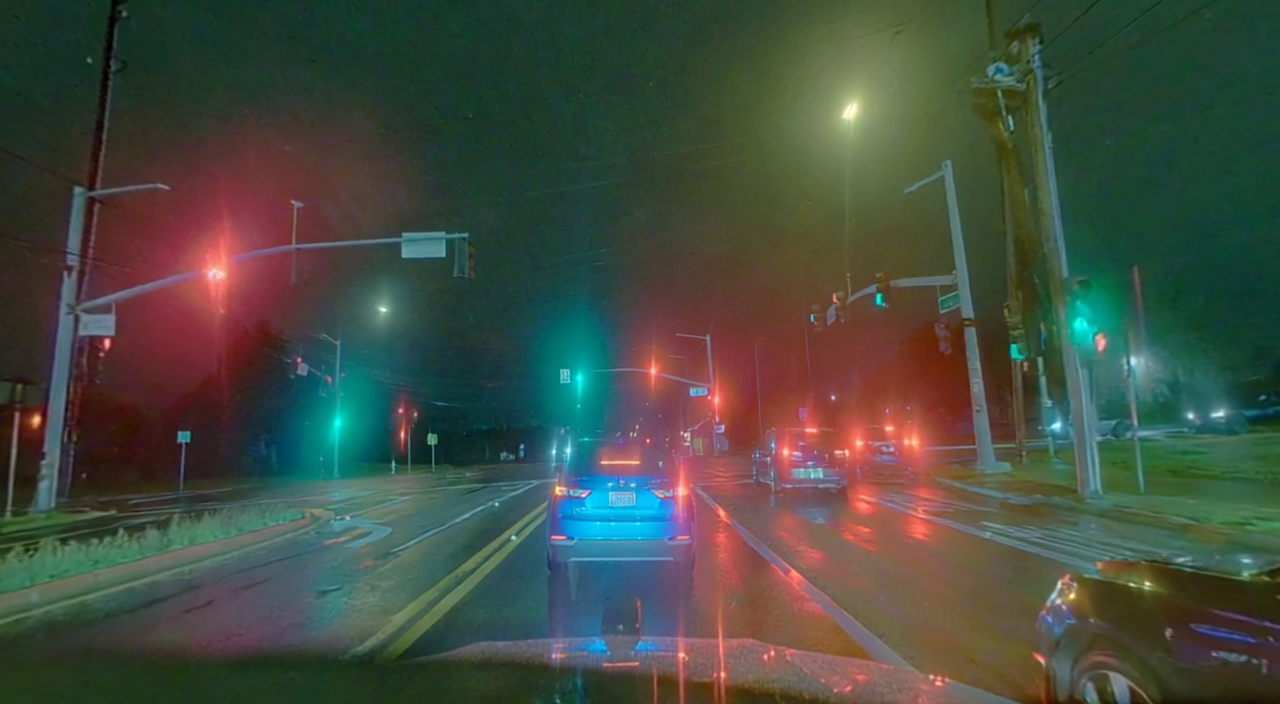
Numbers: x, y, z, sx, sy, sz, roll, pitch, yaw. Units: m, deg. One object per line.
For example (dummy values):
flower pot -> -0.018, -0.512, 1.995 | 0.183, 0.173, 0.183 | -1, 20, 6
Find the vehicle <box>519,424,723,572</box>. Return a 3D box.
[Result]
vehicle -> -0.225, 1.793, 8.581 | 2.061, 1.485, 4.196 | 0, -8, -1

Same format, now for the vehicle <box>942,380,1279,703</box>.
vehicle -> 2.925, 0.882, 2.232 | 1.860, 1.494, 3.707 | 0, -8, 0
